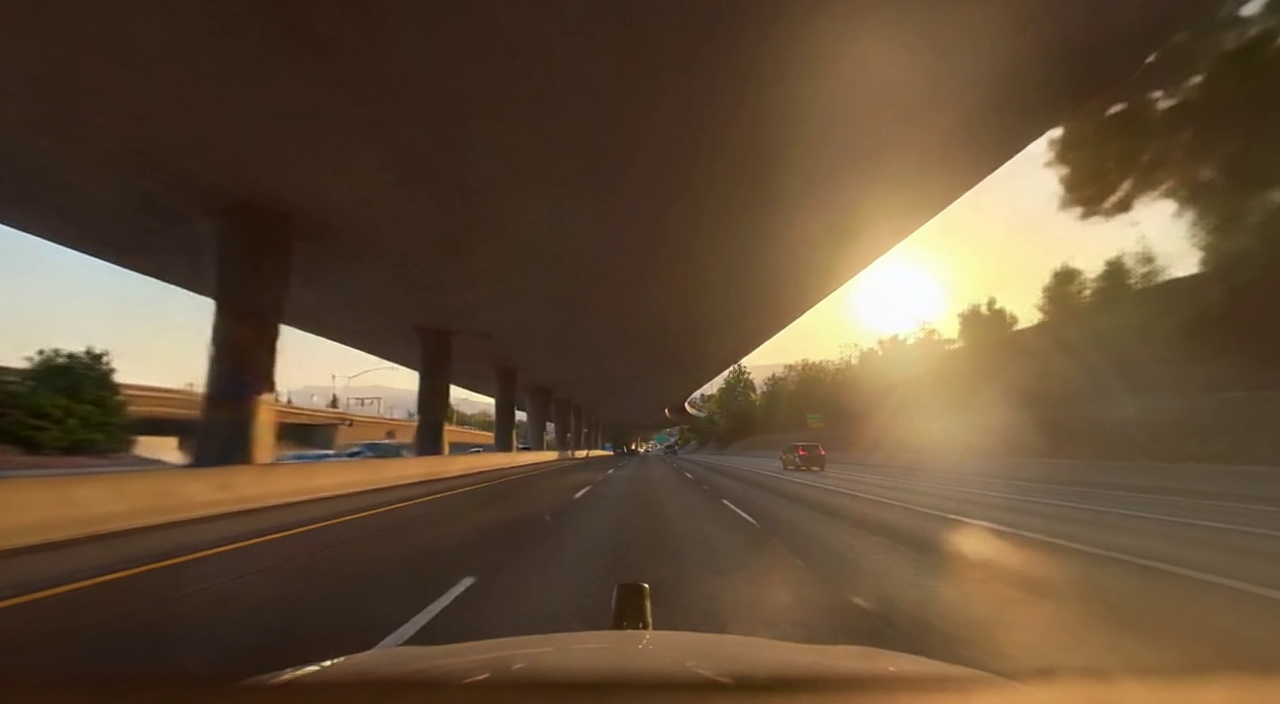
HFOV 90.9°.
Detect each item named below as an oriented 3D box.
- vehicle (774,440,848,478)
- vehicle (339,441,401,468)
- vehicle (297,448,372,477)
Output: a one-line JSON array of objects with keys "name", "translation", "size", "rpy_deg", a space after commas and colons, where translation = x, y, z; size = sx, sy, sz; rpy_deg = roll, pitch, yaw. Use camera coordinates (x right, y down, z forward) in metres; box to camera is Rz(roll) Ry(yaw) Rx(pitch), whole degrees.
[{"name": "vehicle", "translation": [7.304, 4.600, 27.406], "size": [1.914, 1.465, 4.574], "rpy_deg": [0, -9, 0]}, {"name": "vehicle", "translation": [-21.096, 8.030, 49.635], "size": [2.254, 2.027, 5.835], "rpy_deg": [0, -8, 1]}, {"name": "vehicle", "translation": [-17.245, 6.230, 35.870], "size": [1.870, 1.472, 4.610], "rpy_deg": [0, -9, 1]}]
